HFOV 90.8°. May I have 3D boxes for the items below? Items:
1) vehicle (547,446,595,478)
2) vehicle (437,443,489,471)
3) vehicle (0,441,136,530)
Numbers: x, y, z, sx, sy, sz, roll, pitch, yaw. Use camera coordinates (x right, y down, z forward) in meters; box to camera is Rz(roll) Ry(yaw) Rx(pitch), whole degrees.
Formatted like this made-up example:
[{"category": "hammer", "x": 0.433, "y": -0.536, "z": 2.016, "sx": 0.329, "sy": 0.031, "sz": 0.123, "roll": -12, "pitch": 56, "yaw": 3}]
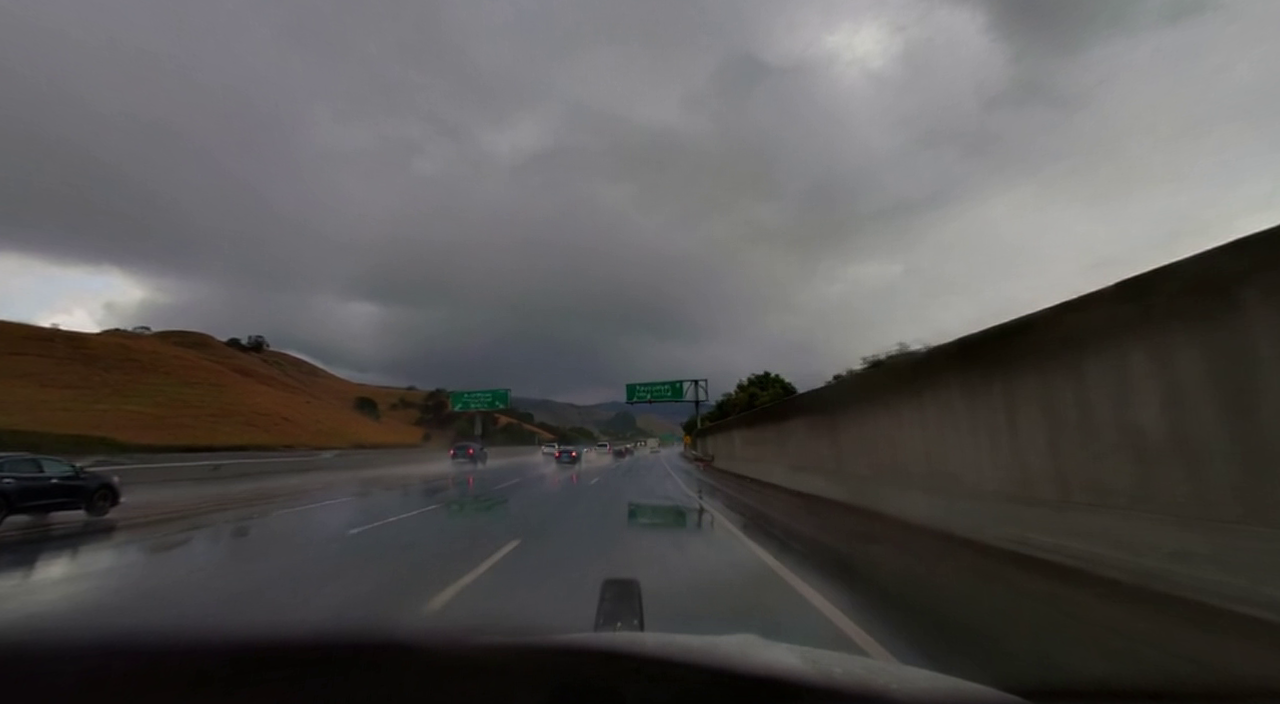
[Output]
[{"category": "vehicle", "x": -3.455, "y": 5.616, "z": 32.357, "sx": 1.931, "sy": 1.492, "sz": 4.076, "roll": -1, "pitch": -9, "yaw": 1}, {"category": "vehicle", "x": -12.002, "y": 7.197, "z": 43.260, "sx": 2.076, "sy": 1.766, "sz": 4.831, "roll": -1, "pitch": -9, "yaw": 1}, {"category": "vehicle", "x": -12.889, "y": 2.599, "z": 12.451, "sx": 2.035, "sy": 1.630, "sz": 4.527, "roll": -1, "pitch": -9, "yaw": 1}]
